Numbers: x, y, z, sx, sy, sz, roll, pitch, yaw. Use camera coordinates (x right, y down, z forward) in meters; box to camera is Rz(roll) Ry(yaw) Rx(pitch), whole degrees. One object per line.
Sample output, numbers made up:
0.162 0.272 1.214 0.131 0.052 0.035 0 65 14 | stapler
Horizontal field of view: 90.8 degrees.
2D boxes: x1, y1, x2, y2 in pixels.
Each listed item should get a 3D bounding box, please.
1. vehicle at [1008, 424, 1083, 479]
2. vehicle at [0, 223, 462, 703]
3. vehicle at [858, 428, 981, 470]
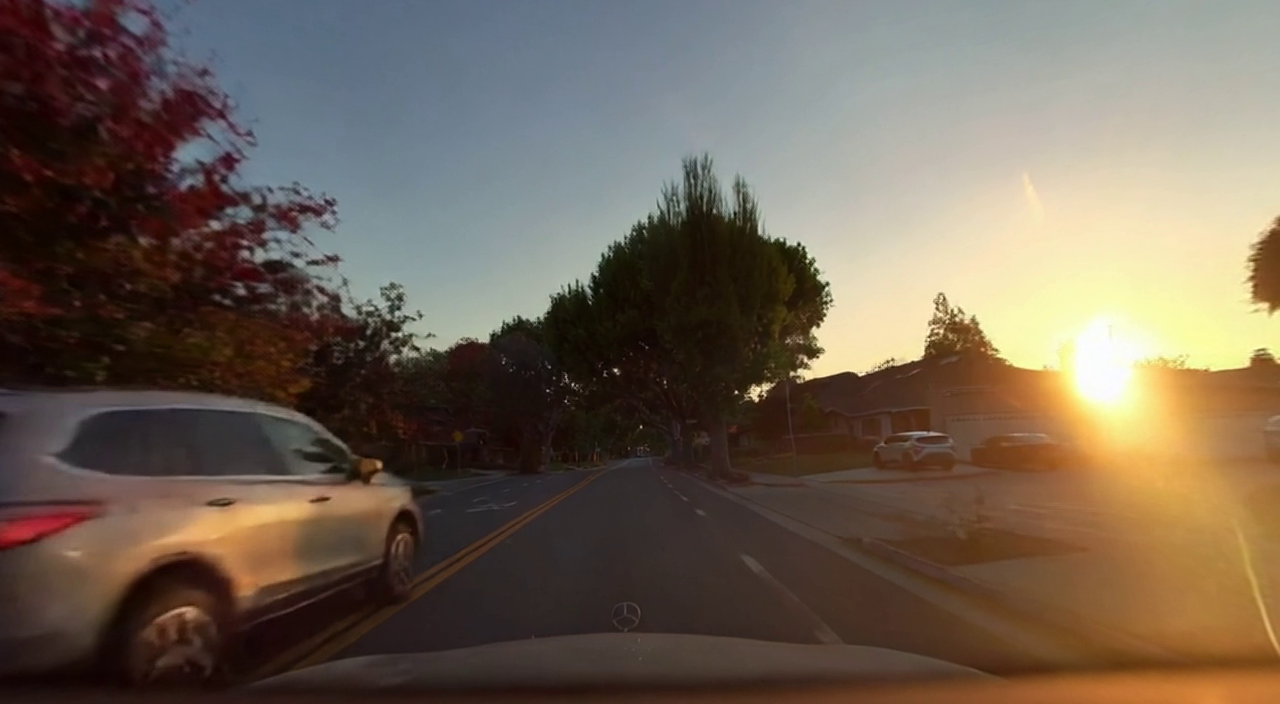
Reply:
13.864 3.409 21.763 1.860 1.697 4.292 -5 -10 30 | vehicle
-2.958 0.961 4.042 2.210 2.023 4.663 0 -9 0 | vehicle
9.436 3.355 21.839 1.922 1.263 4.664 0 -9 -3 | vehicle
